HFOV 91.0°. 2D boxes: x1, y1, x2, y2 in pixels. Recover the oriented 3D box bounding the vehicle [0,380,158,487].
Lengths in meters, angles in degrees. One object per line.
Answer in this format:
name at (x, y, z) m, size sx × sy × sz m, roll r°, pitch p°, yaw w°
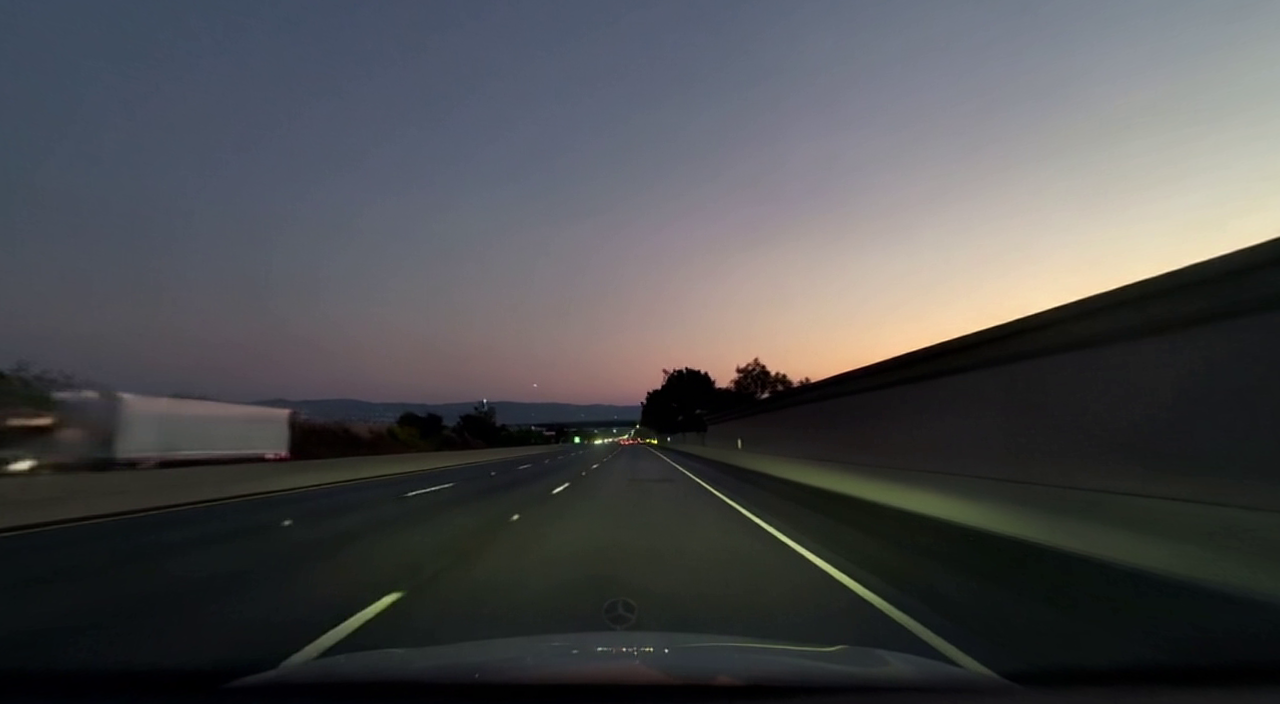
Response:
vehicle at (-24.000, 3.392, 26.139) m, size 2.998 × 3.902 × 5.999 m, roll 0°, pitch -8°, yaw 0°
